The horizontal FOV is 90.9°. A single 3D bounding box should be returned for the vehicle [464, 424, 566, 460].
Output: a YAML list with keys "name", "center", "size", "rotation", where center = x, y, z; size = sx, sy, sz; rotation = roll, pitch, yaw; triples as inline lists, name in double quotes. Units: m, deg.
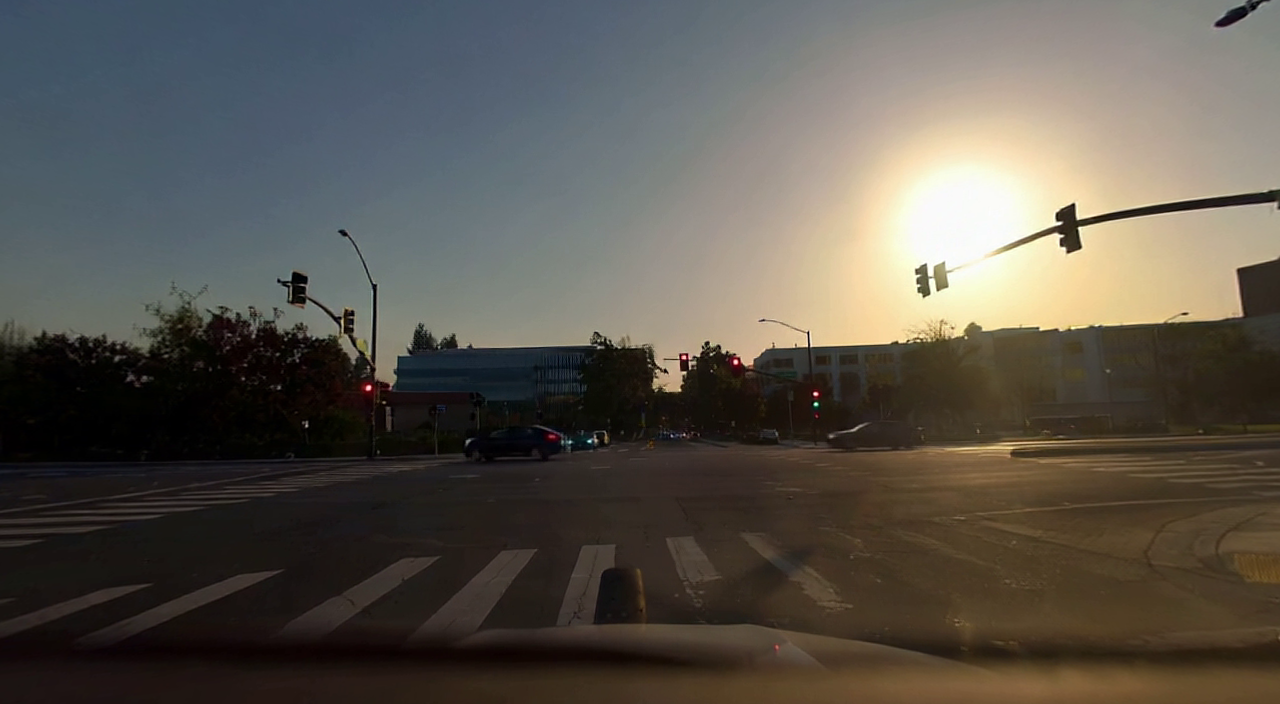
- name: "vehicle"
  center: [-5.587, 4.113, 28.729]
  size: [4.407, 1.569, 1.859]
  rotation: [1, -9, -7]

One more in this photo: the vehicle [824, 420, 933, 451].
- name: "vehicle"
  center: [11.474, 4.067, 30.520]
  size: [4.510, 1.431, 1.884]
  rotation: [1, -9, -8]

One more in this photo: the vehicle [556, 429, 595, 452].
- name: "vehicle"
  center: [-4.389, 6.169, 43.784]
  size: [1.919, 1.467, 4.086]
  rotation: [-1, -9, 5]
